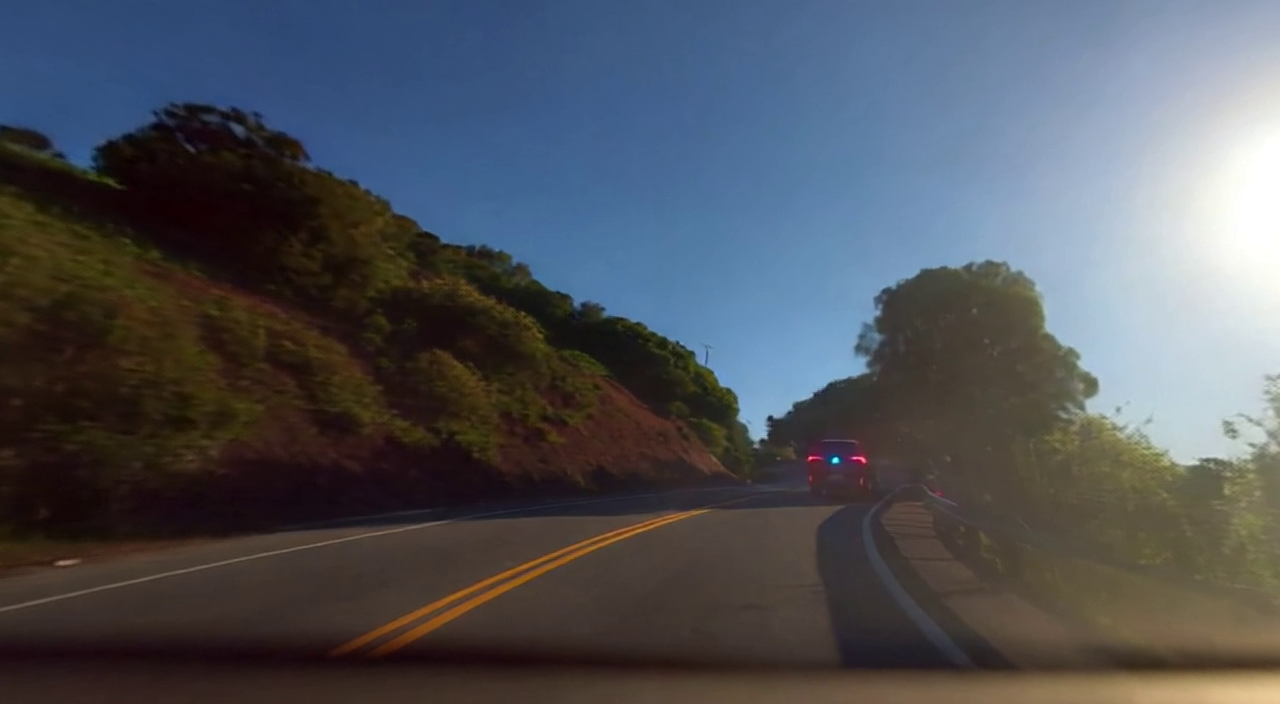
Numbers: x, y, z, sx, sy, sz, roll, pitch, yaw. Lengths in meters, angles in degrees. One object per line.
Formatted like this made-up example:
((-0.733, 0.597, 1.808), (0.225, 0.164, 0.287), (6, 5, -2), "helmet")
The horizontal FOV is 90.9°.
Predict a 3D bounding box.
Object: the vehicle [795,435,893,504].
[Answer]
((7.092, 3.860, 21.396), (2.500, 1.961, 5.637), (-4, -9, 24), "vehicle")
